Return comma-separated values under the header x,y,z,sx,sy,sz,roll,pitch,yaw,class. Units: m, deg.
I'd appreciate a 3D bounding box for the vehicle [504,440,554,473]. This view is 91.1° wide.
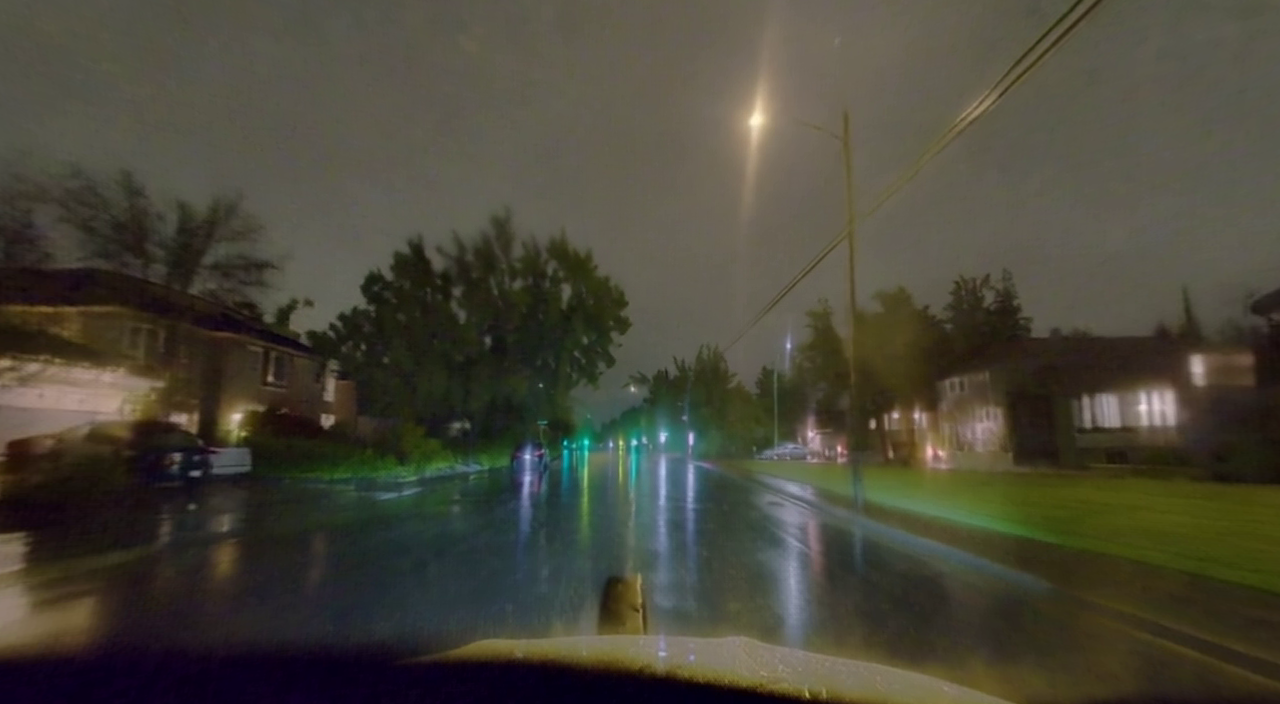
x,y,z,sx,sy,sz,roll,pitch,yaw,class
-6.147,5.812,35.186,1.998,1.742,4.210,0,-9,1,vehicle

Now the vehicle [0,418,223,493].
x,y,z,sx,sy,sz,roll,pitch,yaw,class
-14.490,2.754,16.844,4.928,1.844,2.163,1,-9,-4,vehicle
